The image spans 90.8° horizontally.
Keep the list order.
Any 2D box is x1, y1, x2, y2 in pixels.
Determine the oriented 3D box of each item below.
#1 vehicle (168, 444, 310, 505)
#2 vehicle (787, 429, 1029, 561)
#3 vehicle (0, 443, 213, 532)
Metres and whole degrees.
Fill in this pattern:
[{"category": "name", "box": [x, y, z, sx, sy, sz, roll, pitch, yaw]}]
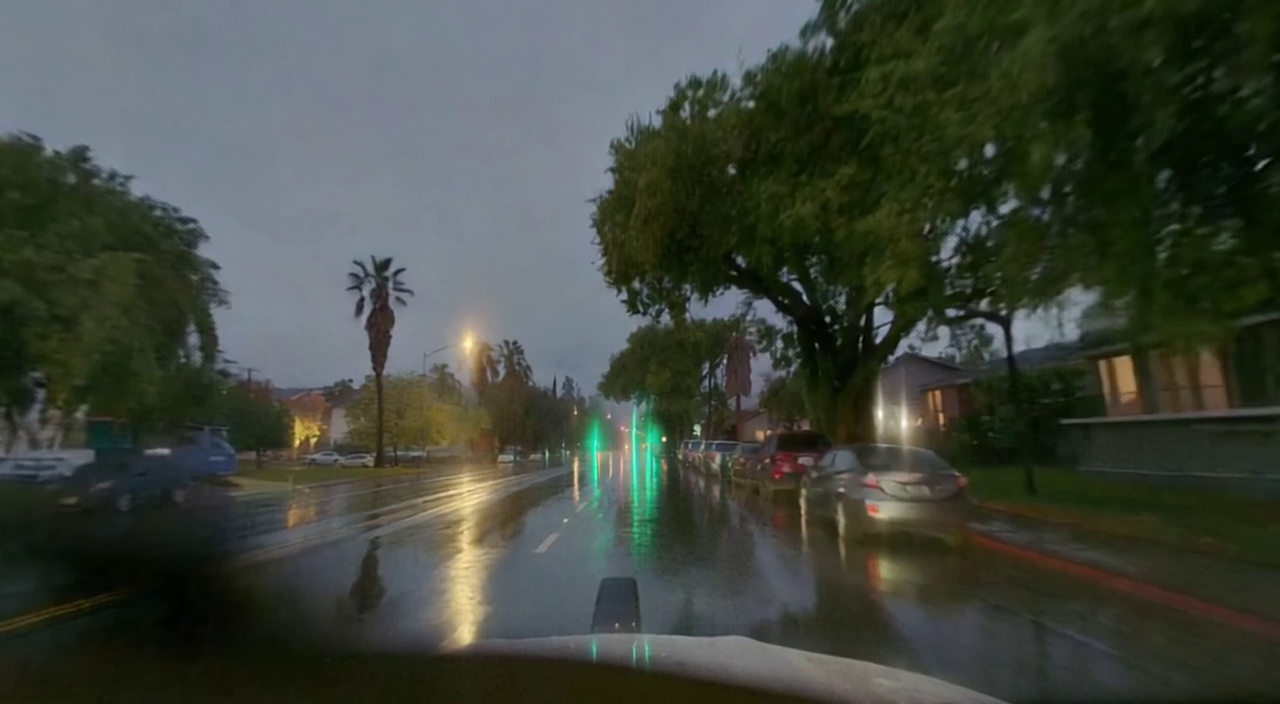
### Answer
[{"category": "vehicle", "box": [-13.711, 4.153, 22.004, 1.926, 1.790, 4.494, 0, -7, 1]}, {"category": "vehicle", "box": [3.700, 2.036, 9.773, 1.981, 1.546, 4.372, 0, -9, 3]}, {"category": "vehicle", "box": [-13.640, 3.349, 16.365, 2.047, 1.783, 4.572, -1, -7, -2]}]
